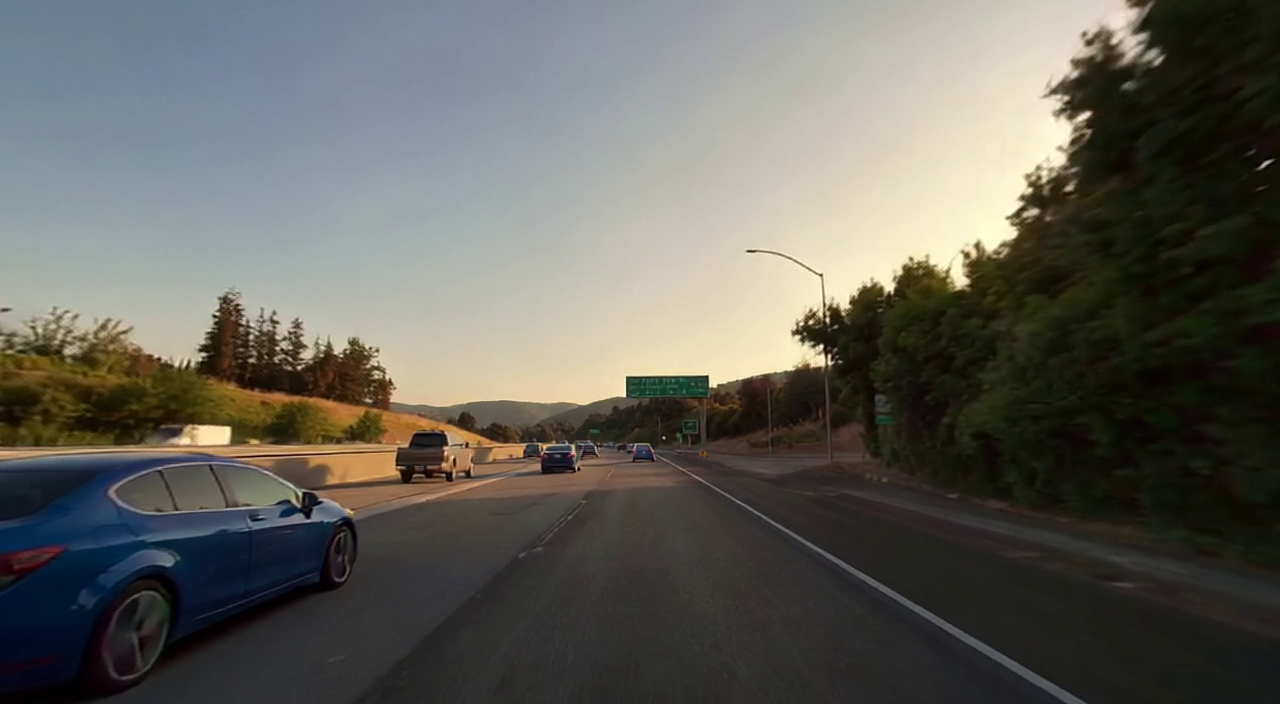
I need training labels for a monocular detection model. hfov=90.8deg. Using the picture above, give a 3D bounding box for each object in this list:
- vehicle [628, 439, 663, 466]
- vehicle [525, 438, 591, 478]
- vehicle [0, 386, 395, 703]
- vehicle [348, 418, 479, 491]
[{"bbox_3d":[0.297,6.117,38.574,2.018,1.508,4.087,0,-8,-1],"label":"vehicle"},{"bbox_3d":[-3.288,4.335,26.204,2.068,1.501,4.395,0,-8,1],"label":"vehicle"},{"bbox_3d":[-3.424,1.115,3.893,2.025,1.506,4.429,0,-8,0],"label":"vehicle"},{"bbox_3d":[-6.907,3.216,20.051,2.171,1.982,5.246,0,-8,0],"label":"vehicle"}]
